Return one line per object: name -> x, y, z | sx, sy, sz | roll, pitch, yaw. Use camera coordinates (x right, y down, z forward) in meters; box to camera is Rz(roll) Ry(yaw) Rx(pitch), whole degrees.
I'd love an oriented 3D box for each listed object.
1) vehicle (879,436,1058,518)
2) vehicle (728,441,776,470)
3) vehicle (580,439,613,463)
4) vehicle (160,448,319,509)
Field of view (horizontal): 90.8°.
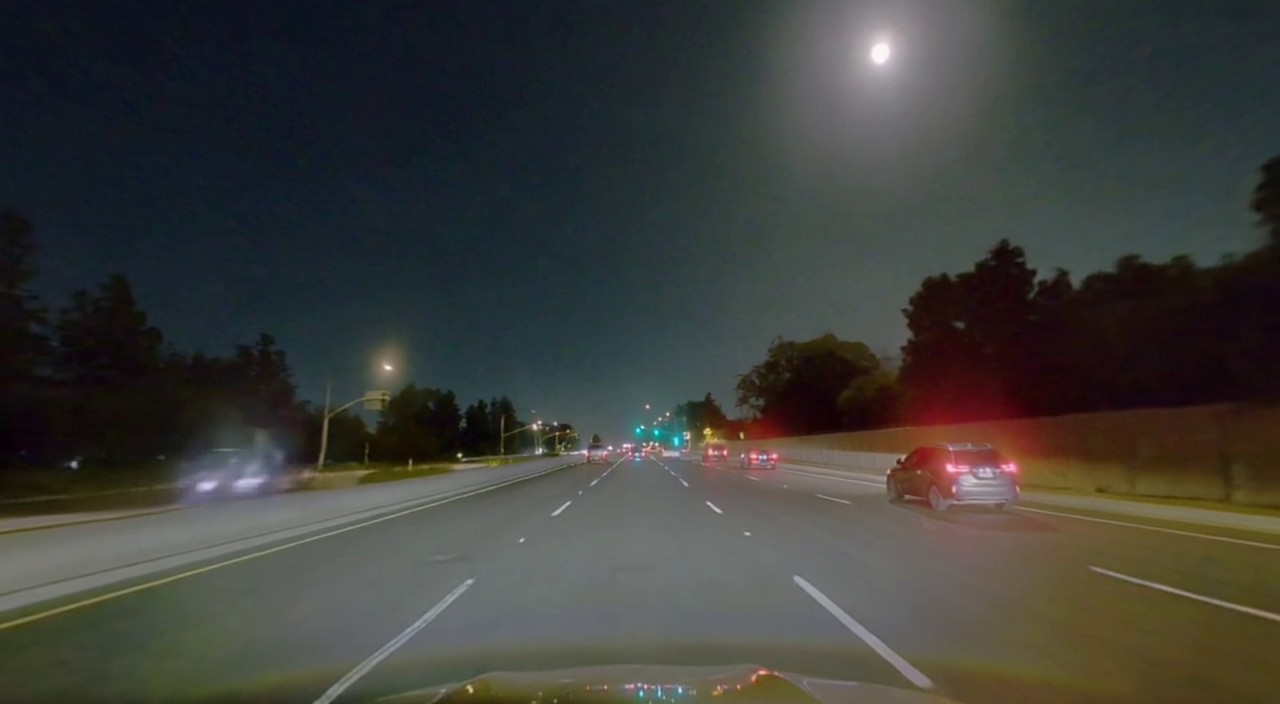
vehicle -> 6.844, 2.605, 13.697 | 1.838, 1.518, 3.713 | 0, -8, -1
vehicle -> 6.542, 6.080, 37.399 | 1.987, 1.597, 4.463 | 0, -8, -1
vehicle -> -3.342, 7.724, 49.437 | 2.230, 1.827, 4.406 | 0, -8, 0
vehicle -> -11.510, 3.618, 18.553 | 1.973, 1.536, 3.872 | 0, -8, 3
